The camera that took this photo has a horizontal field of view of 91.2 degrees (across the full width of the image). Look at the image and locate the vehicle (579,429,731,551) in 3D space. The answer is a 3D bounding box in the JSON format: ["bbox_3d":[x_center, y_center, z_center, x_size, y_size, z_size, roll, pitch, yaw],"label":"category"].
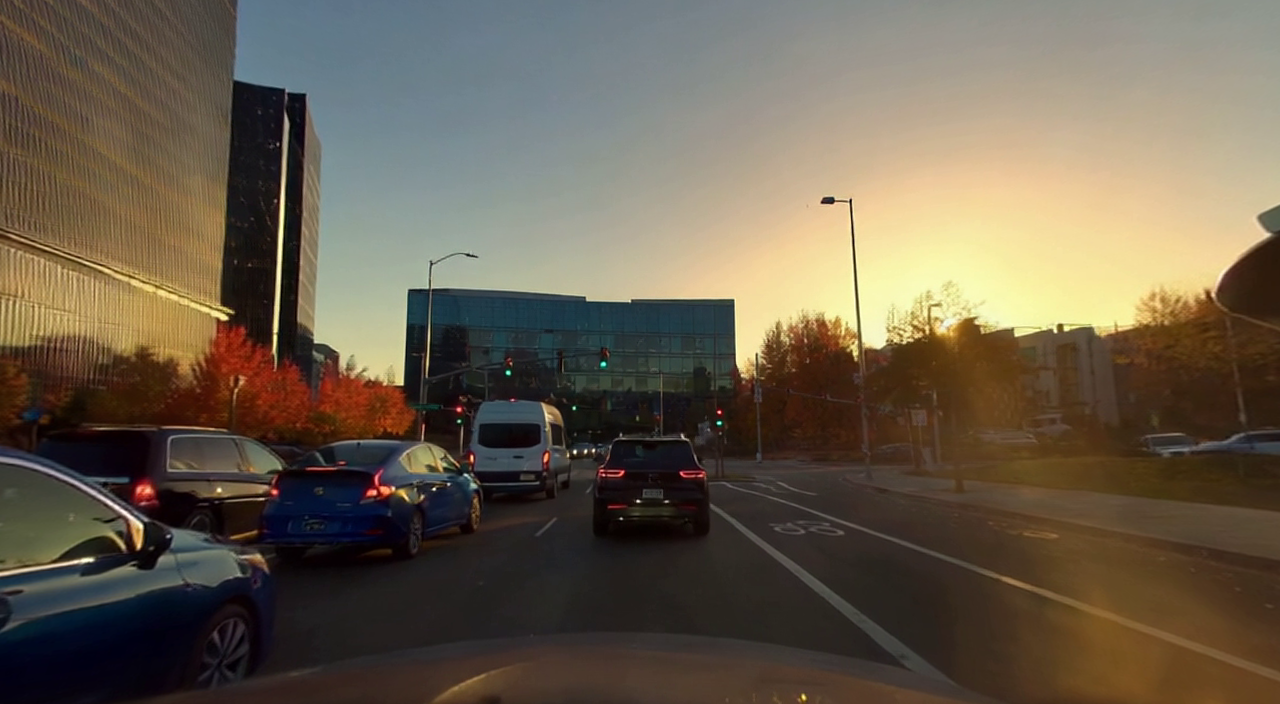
[{"bbox_3d":[0.169,2.092,10.097,1.979,1.562,3.630,0,-9,-1],"label":"vehicle"}]

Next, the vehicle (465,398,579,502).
[{"bbox_3d":[-3.297,2.937,18.957,2.343,2.635,5.684,0,-9,0],"label":"vehicle"}]

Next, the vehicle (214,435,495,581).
[{"bbox_3d":[-3.500,1.968,8.766,1.955,1.499,4.223,0,-9,0],"label":"vehicle"}]

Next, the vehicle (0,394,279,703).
[{"bbox_3d":[-2.905,0.815,1.425,1.893,1.491,3.798,0,-9,0],"label":"vehicle"}]

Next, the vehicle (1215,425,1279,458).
[{"bbox_3d":[28.545,4.035,28.179,1.631,1.416,3.914,0,-9,0],"label":"vehicle"}]
